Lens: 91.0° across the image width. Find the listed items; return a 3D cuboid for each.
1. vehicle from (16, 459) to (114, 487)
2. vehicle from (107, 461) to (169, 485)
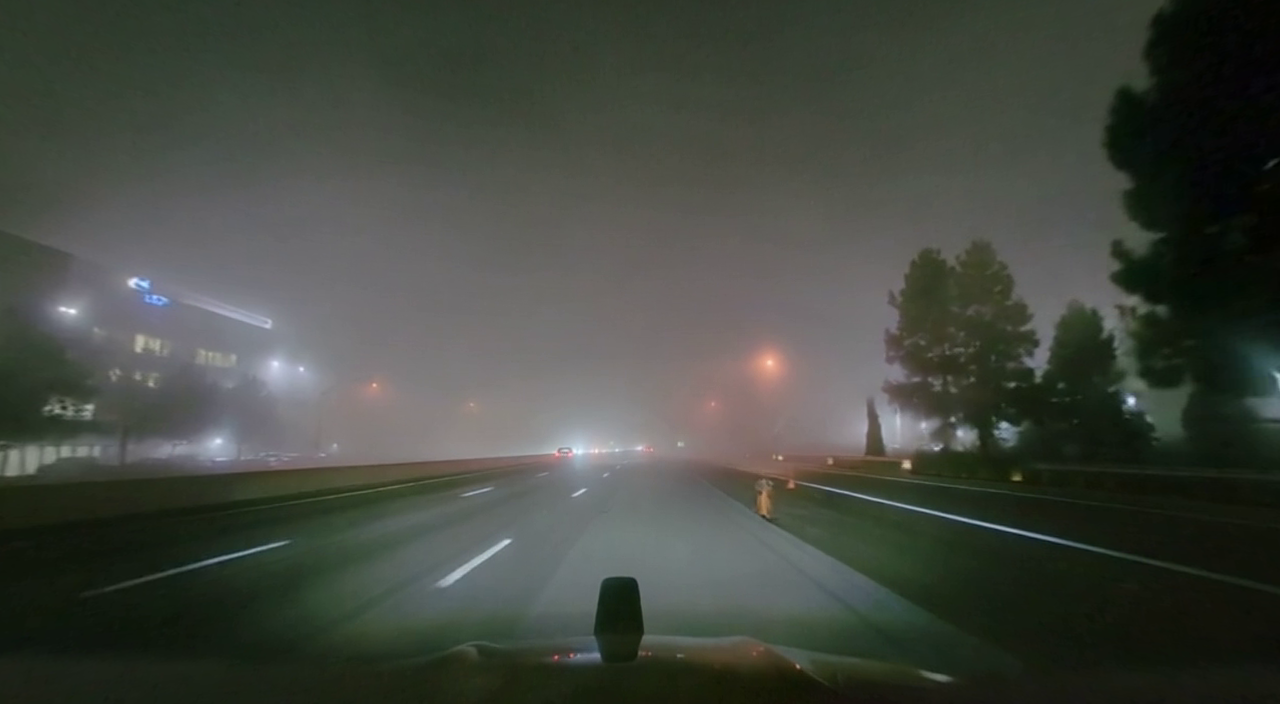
[{"bbox_3d":[-38.948,8.184,42.709,4.746,1.804,2.038,-1,-9,4],"label":"vehicle"},{"bbox_3d":[-38.457,9.261,48.238,3.296,1.468,1.842,-5,-9,5],"label":"vehicle"}]
